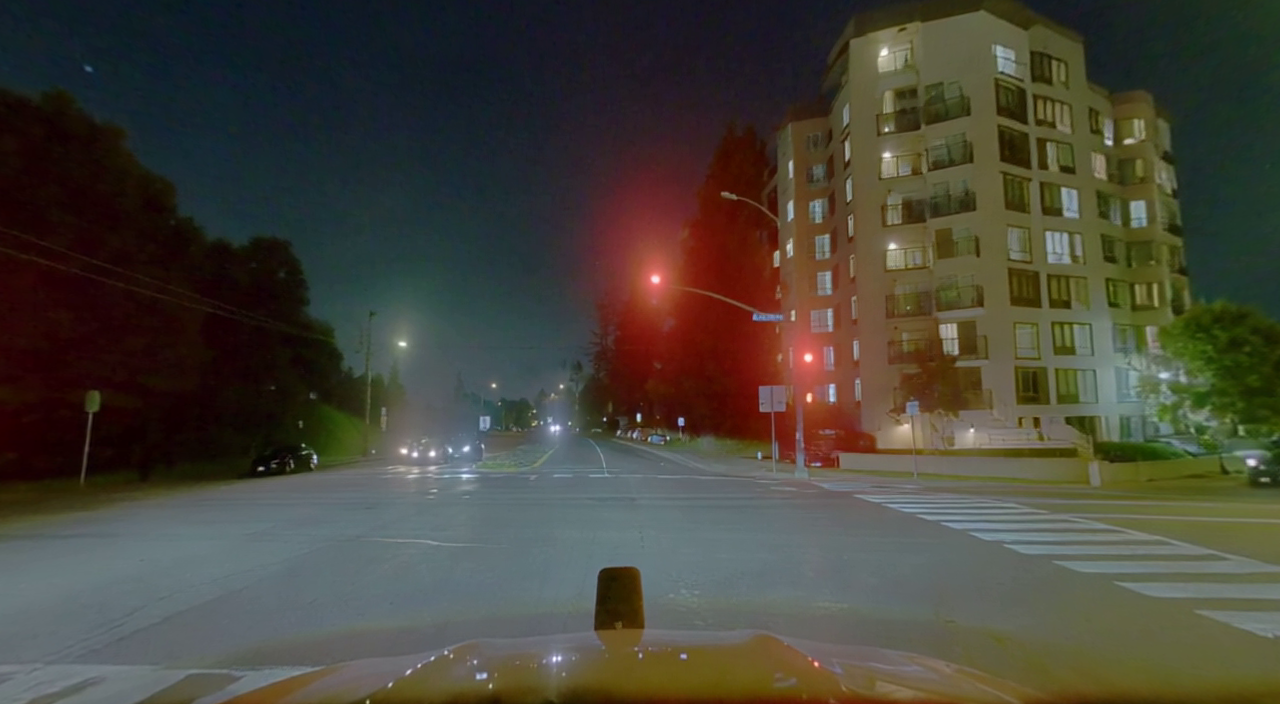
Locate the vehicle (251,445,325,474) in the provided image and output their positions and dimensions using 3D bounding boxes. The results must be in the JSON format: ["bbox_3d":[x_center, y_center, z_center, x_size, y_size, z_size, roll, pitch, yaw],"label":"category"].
[{"bbox_3d":[-21.111,6.451,38.092,1.981,1.628,4.336,0,-9,-1],"label":"vehicle"}]

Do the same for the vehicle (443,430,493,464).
[{"bbox_3d":[-9.782,5.456,36.186,1.910,1.818,4.057,0,-9,-3],"label":"vehicle"}]

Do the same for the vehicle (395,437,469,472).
[{"bbox_3d":[-9.683,4.802,29.790,2.116,1.521,4.294,0,-9,-1],"label":"vehicle"}]
